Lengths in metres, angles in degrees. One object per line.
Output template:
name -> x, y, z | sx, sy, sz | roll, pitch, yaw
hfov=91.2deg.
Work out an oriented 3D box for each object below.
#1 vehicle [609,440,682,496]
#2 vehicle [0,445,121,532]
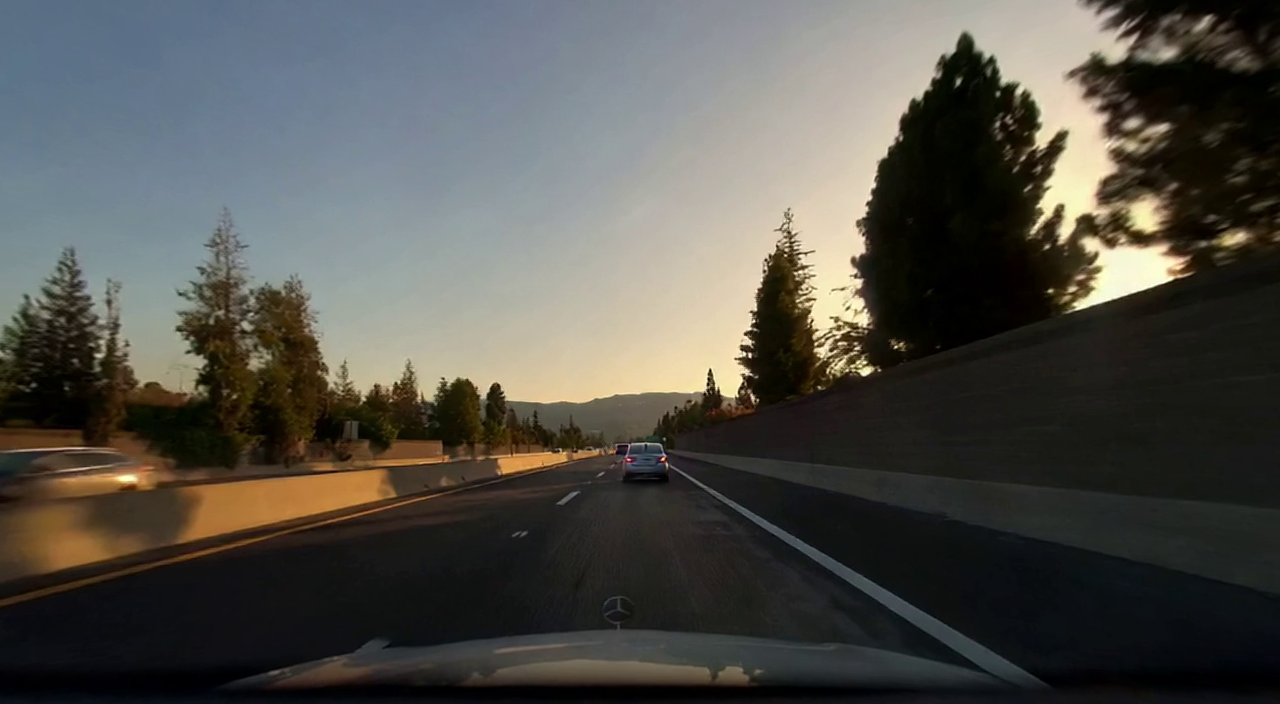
vehicle -> 0.046, 3.549, 19.567 | 2.021, 1.533, 4.014 | 0, -9, -3
vehicle -> -12.906, 2.601, 12.011 | 1.986, 1.604, 4.568 | 0, -9, 0
